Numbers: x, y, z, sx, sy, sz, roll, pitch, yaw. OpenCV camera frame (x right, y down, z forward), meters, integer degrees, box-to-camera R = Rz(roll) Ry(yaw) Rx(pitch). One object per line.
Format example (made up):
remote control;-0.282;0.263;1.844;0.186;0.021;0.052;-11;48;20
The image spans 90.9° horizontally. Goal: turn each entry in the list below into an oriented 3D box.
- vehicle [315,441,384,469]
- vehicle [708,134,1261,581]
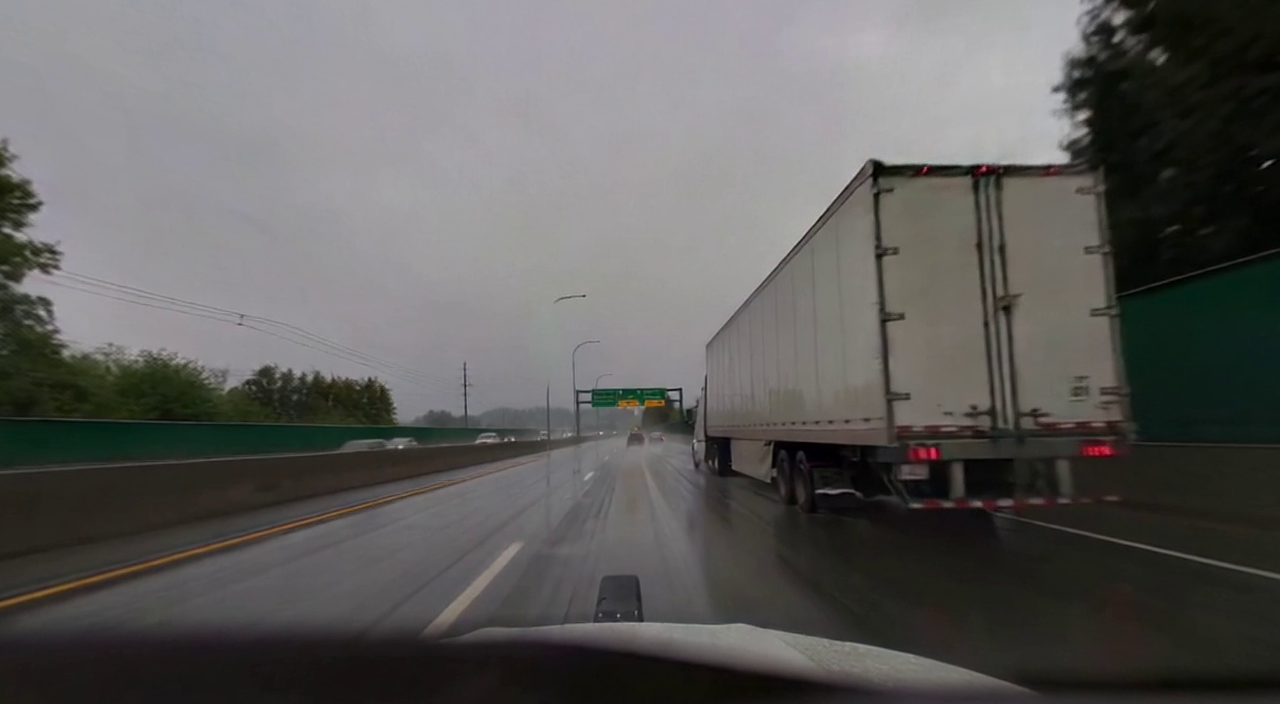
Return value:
vehicle;-16.092;5.707;35.185;1.812;1.475;4.361;0;-8;-1
vehicle;3.649;0.849;12.125;2.944;3.973;13.227;0;-8;-1
